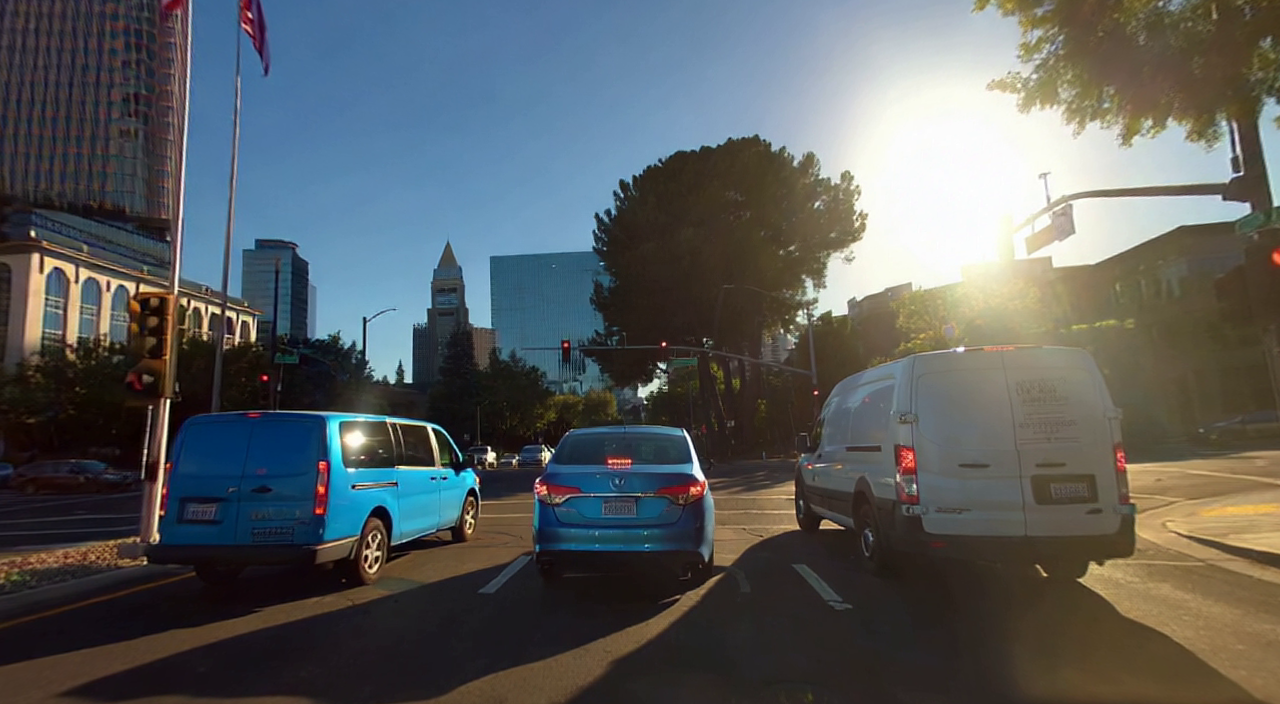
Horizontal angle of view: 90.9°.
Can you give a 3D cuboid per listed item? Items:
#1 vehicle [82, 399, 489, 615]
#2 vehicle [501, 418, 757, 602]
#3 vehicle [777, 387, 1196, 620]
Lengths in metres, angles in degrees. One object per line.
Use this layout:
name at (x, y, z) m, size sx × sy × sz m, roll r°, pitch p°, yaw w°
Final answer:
vehicle at (-3.303, 1.520, 7.042) m, size 2.024 × 1.677 × 3.998 m, roll -1°, pitch -9°, yaw 3°
vehicle at (-0.139, 1.616, 7.325) m, size 2.098 × 1.494 × 4.118 m, roll 0°, pitch -9°, yaw -1°
vehicle at (3.091, 1.467, 7.019) m, size 2.178 × 1.746 × 4.400 m, roll 0°, pitch -9°, yaw 1°
